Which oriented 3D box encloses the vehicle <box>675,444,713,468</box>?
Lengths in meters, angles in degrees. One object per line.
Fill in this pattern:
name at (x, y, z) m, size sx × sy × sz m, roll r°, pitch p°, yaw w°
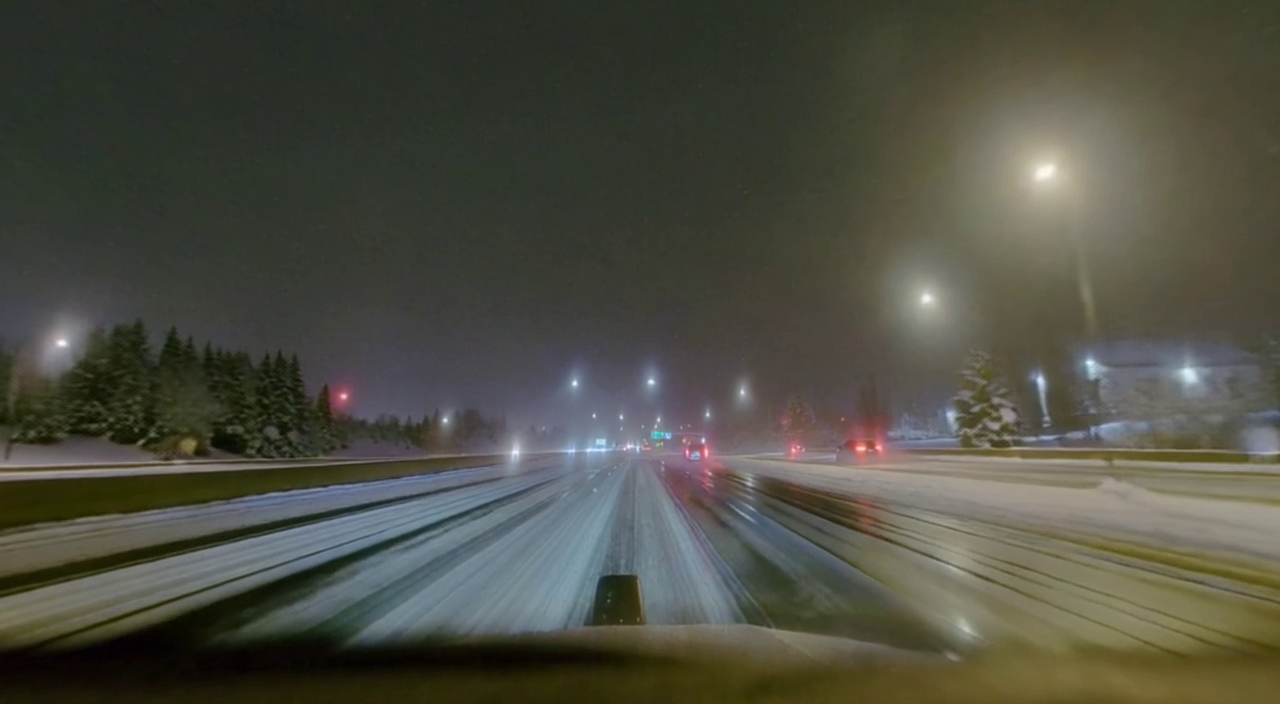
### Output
vehicle at (3.546, 6.888, 42.025) m, size 2.033 × 1.501 × 4.398 m, roll 0°, pitch -9°, yaw -1°
